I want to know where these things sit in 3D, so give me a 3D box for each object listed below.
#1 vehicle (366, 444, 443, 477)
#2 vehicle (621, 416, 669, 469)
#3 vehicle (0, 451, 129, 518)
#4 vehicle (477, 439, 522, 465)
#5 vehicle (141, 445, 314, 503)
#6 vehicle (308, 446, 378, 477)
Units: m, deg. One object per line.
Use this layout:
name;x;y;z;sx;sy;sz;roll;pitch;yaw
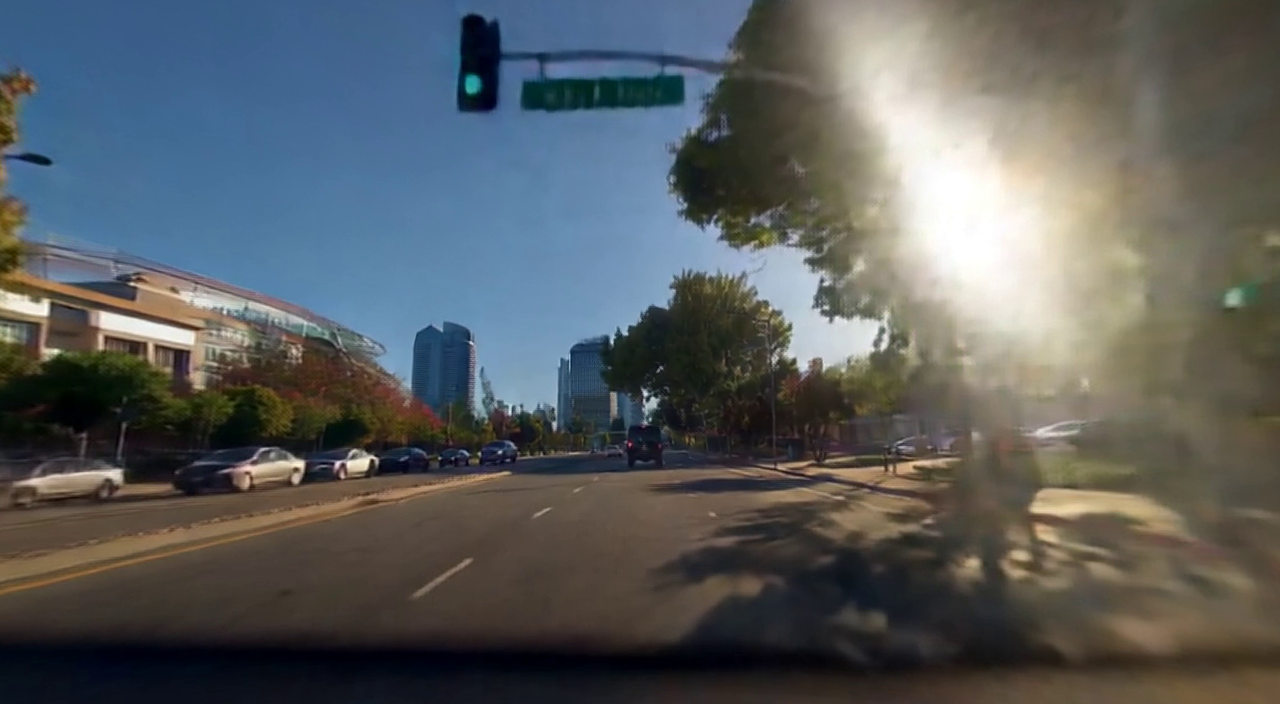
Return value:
vehicle;-11.527;5.338;31.247;1.884;1.486;4.566;0;-8;2
vehicle;0.268;6.100;42.506;2.843;3.120;10.422;0;-8;0
vehicle;-15.382;3.178;15.331;1.853;1.449;4.601;0;-8;3
vehicle;-11.017;7.897;49.795;2.155;1.941;4.977;0;-8;3
vehicle;-11.768;3.459;18.447;1.935;1.467;4.451;0;-8;2
vehicle;-18.154;6.694;38.734;1.899;1.727;4.464;0;-8;3
